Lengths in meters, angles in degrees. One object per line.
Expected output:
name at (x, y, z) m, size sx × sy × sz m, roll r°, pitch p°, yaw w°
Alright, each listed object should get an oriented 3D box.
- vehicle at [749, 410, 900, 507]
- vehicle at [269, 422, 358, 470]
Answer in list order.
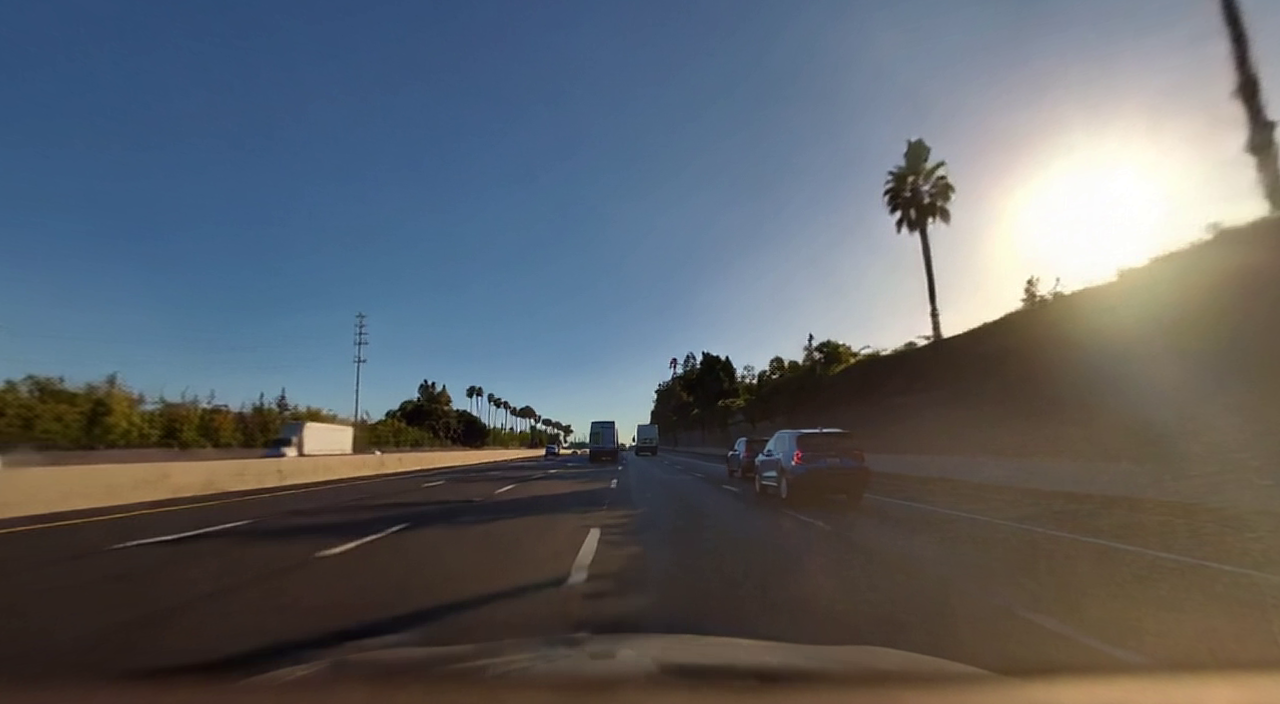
vehicle at (4.699, 2.818, 17.125) m, size 2.408 × 2.210 × 4.999 m, roll 0°, pitch -8°, yaw -2°
vehicle at (-24.012, 6.973, 46.896) m, size 2.746 × 3.200 × 7.131 m, roll 0°, pitch -8°, yaw 0°
